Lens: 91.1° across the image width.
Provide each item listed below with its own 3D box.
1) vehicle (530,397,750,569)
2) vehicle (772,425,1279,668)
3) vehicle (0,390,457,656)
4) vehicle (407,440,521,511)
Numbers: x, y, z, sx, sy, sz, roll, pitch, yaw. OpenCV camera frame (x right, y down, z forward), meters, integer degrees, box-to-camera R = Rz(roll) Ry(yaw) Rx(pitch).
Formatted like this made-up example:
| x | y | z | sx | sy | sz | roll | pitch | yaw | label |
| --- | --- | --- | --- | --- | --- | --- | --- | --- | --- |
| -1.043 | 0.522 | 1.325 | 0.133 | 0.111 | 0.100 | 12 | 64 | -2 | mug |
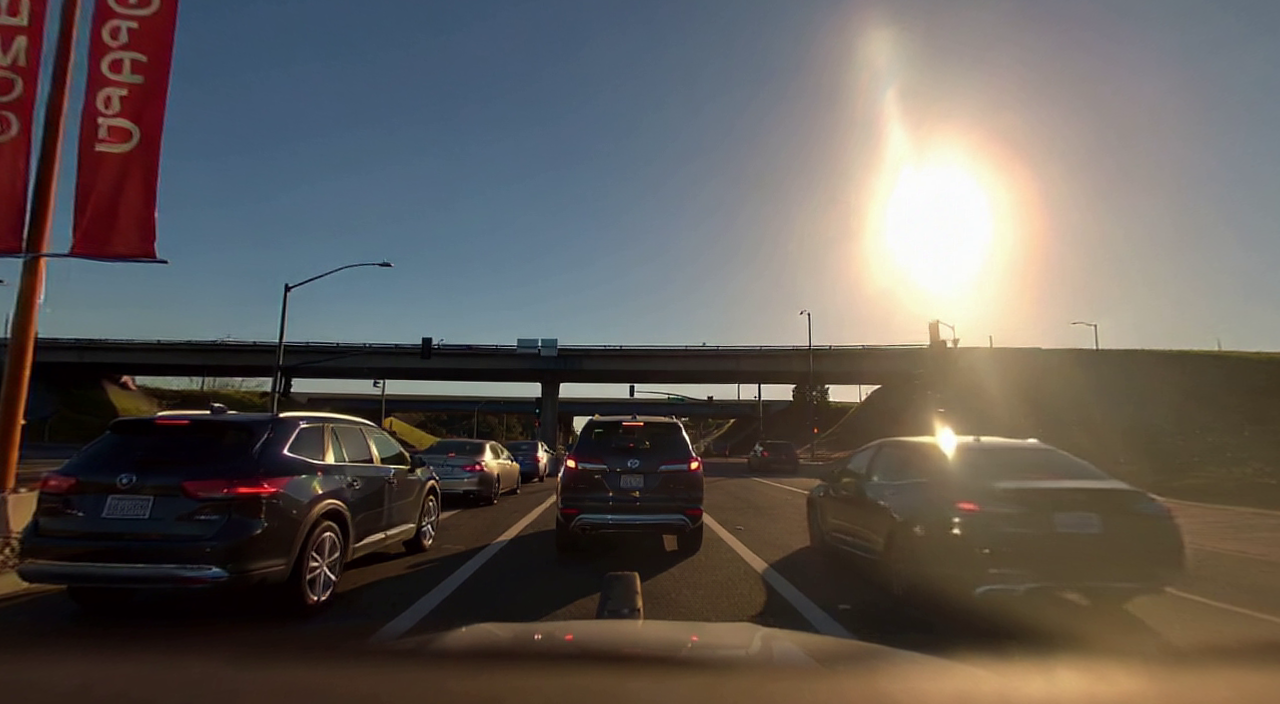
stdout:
| x | y | z | sx | sy | sz | roll | pitch | yaw | label |
| --- | --- | --- | --- | --- | --- | --- | --- | --- | --- |
| -0.086 | 1.766 | 9.211 | 2.409 | 1.864 | 4.471 | 0 | -9 | -2 | vehicle |
| 3.042 | 1.568 | 6.406 | 2.228 | 1.472 | 4.939 | 0 | -9 | -1 | vehicle |
| -3.501 | 1.424 | 6.273 | 2.039 | 1.709 | 4.265 | 0 | -9 | 0 | vehicle |
| -4.157 | 2.945 | 15.428 | 1.797 | 1.505 | 3.506 | 0 | -9 | 0 | vehicle |
